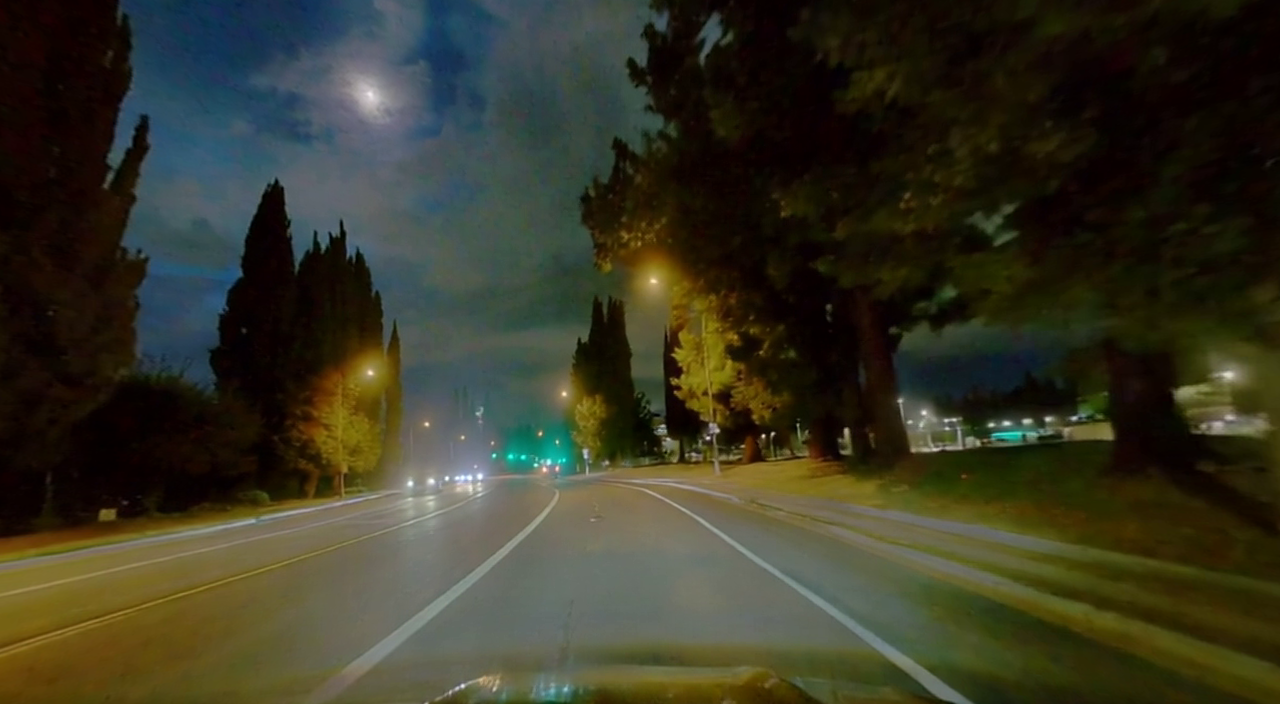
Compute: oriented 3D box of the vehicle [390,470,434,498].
[{"bbox_3d":[-16.544,9.600,46.072,2.150,1.754,4.667,1,-9,-9],"label":"vehicle"}]
